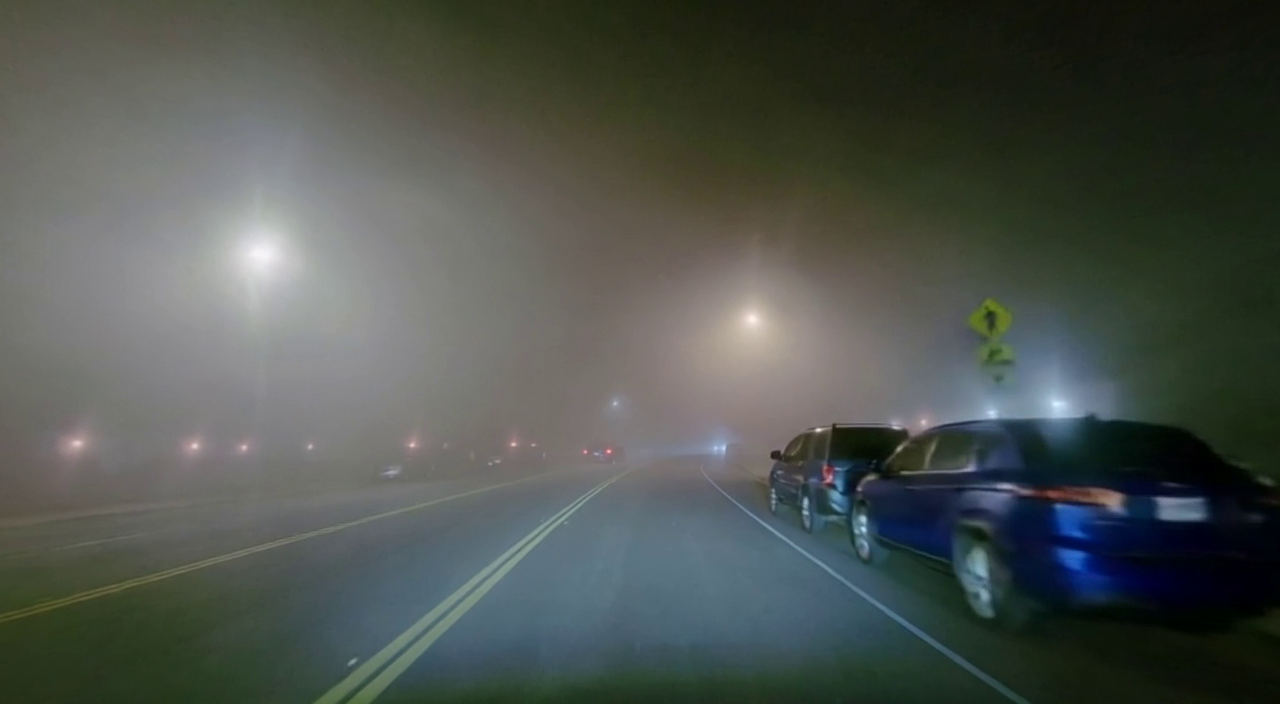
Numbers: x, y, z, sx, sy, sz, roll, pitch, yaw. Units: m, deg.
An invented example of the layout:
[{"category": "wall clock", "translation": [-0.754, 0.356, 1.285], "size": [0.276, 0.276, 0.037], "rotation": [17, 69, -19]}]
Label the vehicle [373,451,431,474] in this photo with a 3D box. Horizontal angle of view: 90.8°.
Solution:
[{"category": "vehicle", "translation": [-16.055, 7.468, 42.893], "size": [1.872, 1.396, 4.150], "rotation": [-1, -8, 8]}]

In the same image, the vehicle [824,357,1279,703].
[{"category": "vehicle", "translation": [3.406, 1.298, 5.455], "size": [2.147, 1.725, 4.927], "rotation": [3, -8, 0]}]

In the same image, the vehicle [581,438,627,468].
[{"category": "vehicle", "translation": [-2.176, 6.230, 39.309], "size": [2.135, 1.731, 4.232], "rotation": [-1, -8, 7]}]

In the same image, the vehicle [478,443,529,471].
[{"category": "vehicle", "translation": [-10.690, 8.242, 49.865], "size": [2.157, 1.882, 5.479], "rotation": [-5, -9, 7]}]

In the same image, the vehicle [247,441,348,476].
[{"category": "vehicle", "translation": [-19.429, 6.060, 35.926], "size": [4.628, 1.808, 1.899], "rotation": [0, -12, 7]}]
